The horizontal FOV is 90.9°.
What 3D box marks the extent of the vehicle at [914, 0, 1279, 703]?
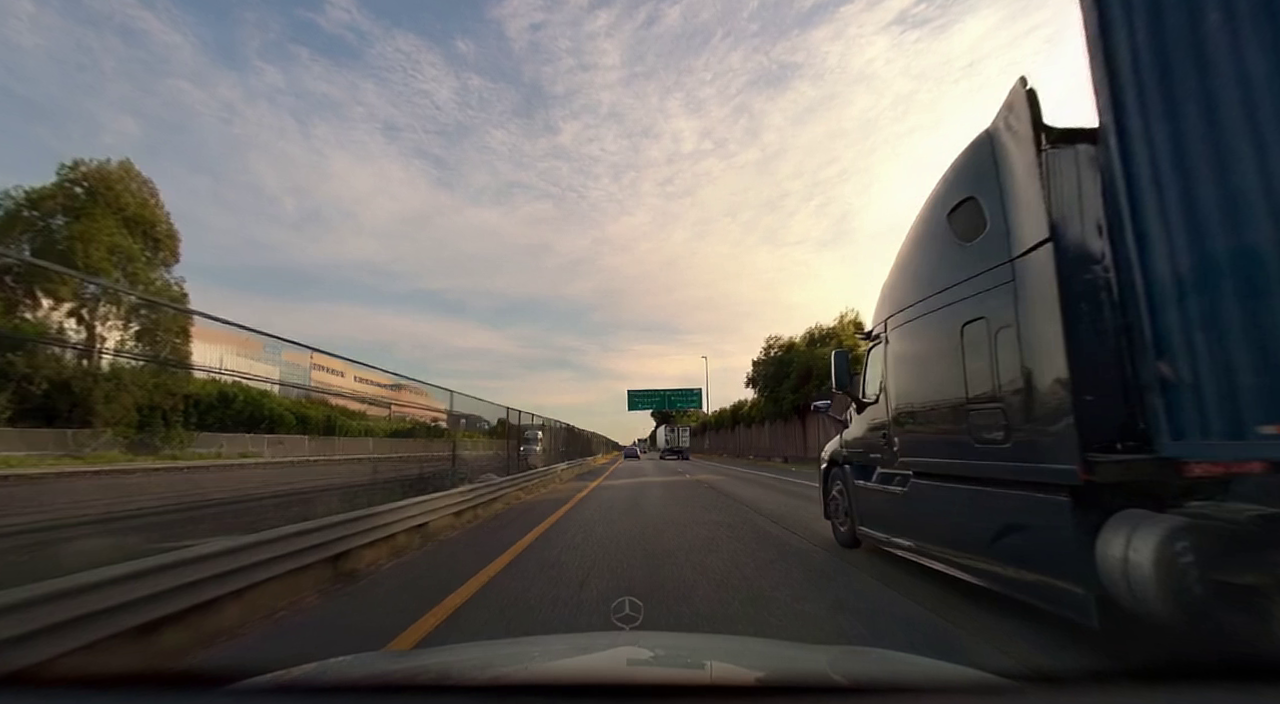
[{"bbox_3d":[4.188,-0.146,2.913,3.035,3.966,6.026,0,-9,1],"label":"vehicle"}]
